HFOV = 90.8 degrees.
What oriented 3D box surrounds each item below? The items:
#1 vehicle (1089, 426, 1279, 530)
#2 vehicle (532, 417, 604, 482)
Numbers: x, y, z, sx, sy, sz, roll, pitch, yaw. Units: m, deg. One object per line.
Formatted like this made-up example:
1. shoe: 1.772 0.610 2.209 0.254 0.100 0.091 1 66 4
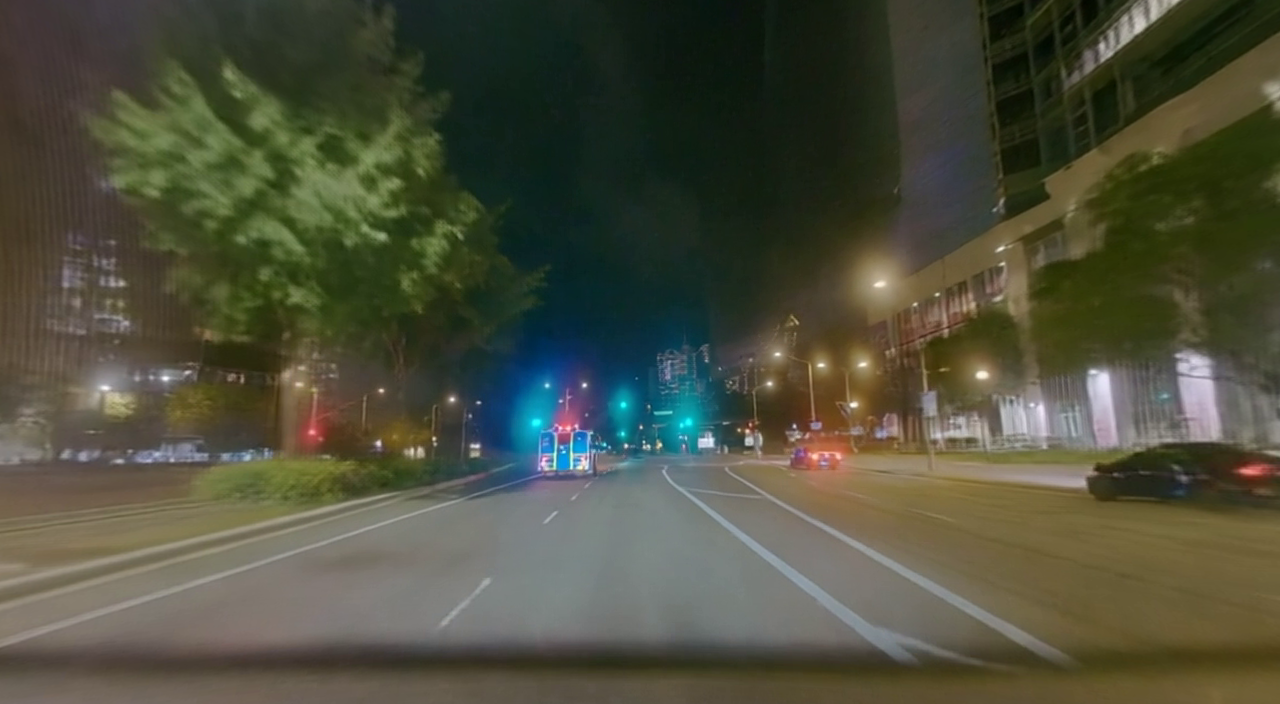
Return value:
1. vehicle: 11.636 2.435 12.798 1.980 1.719 4.422 -1 -9 4
2. vehicle: -3.301 4.676 30.399 2.633 2.787 5.796 0 -9 2
